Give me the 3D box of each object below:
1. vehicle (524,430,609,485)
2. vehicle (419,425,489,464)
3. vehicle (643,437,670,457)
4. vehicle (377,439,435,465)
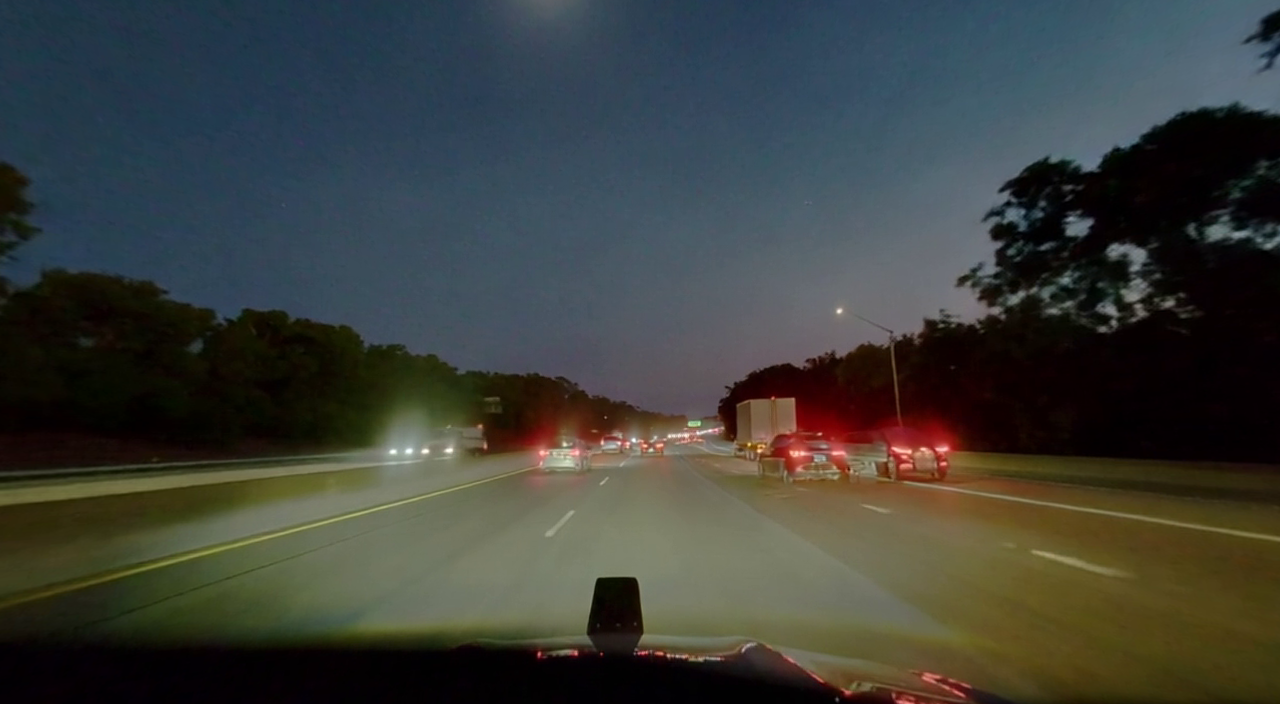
[{"bbox_3d":[-2.280,3.394,20.705,2.137,1.618,4.209,0,-8,2],"label":"vehicle"},{"bbox_3d":[-11.368,5.699,39.179,2.310,2.226,6.079,0,-8,2],"label":"vehicle"},{"bbox_3d":[1.229,7.295,48.782,2.004,1.465,3.842,0,-8,1],"label":"vehicle"},{"bbox_3d":[-15.022,6.450,40.805,1.913,1.557,4.434,0,-8,2],"label":"vehicle"}]
